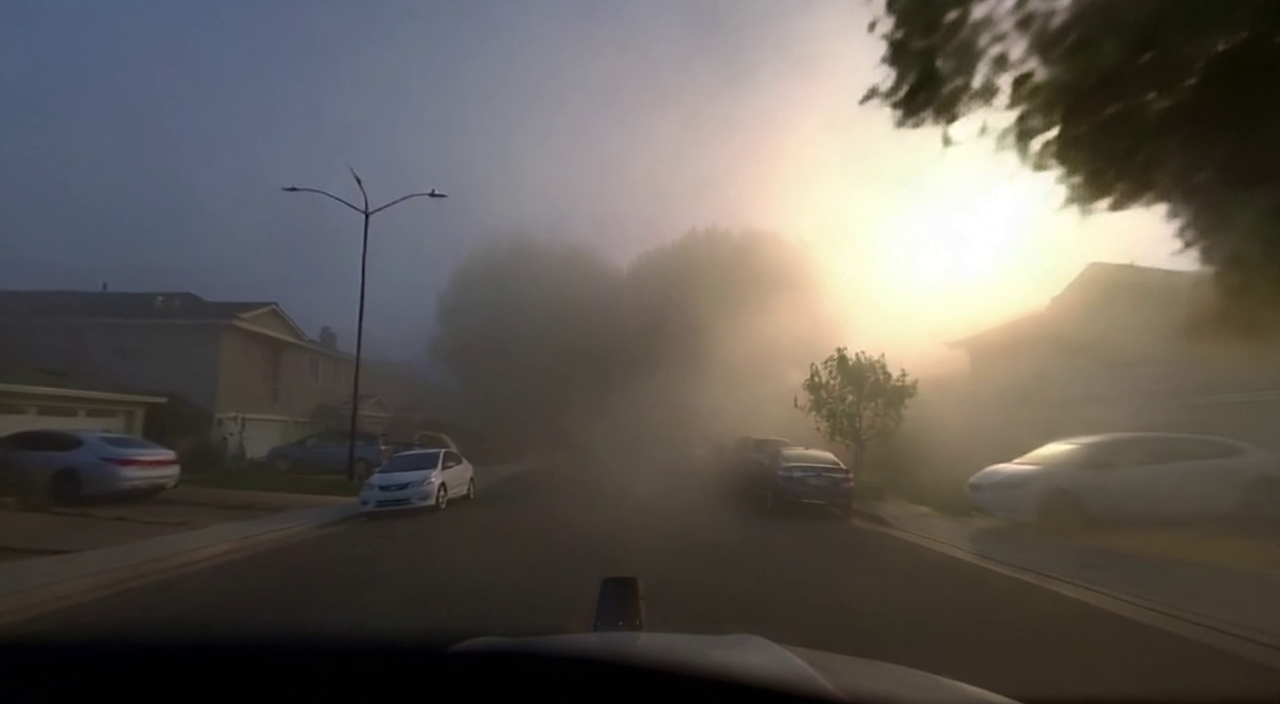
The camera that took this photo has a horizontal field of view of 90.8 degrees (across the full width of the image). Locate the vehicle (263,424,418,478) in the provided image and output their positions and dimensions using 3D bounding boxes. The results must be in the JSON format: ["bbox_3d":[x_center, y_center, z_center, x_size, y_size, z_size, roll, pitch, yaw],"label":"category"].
[{"bbox_3d":[-10.988,3.660,23.536,4.641,1.844,2.243,0,-8,-6],"label":"vehicle"}]

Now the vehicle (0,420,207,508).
[{"bbox_3d":[-11.100,2.039,11.699,4.609,1.463,2.023,0,-8,-3],"label":"vehicle"}]

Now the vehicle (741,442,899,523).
[{"bbox_3d":[3.752,2.789,14.237,2.042,1.456,4.903,0,-8,-1],"label":"vehicle"}]

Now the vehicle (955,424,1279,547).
[{"bbox_3d":[7.322,1.791,8.822,4.818,1.502,1.867,0,-8,1],"label":"vehicle"}]

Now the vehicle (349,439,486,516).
[{"bbox_3d":[-5.267,2.977,15.608,1.943,1.602,4.172,0,-8,-1],"label":"vehicle"}]
